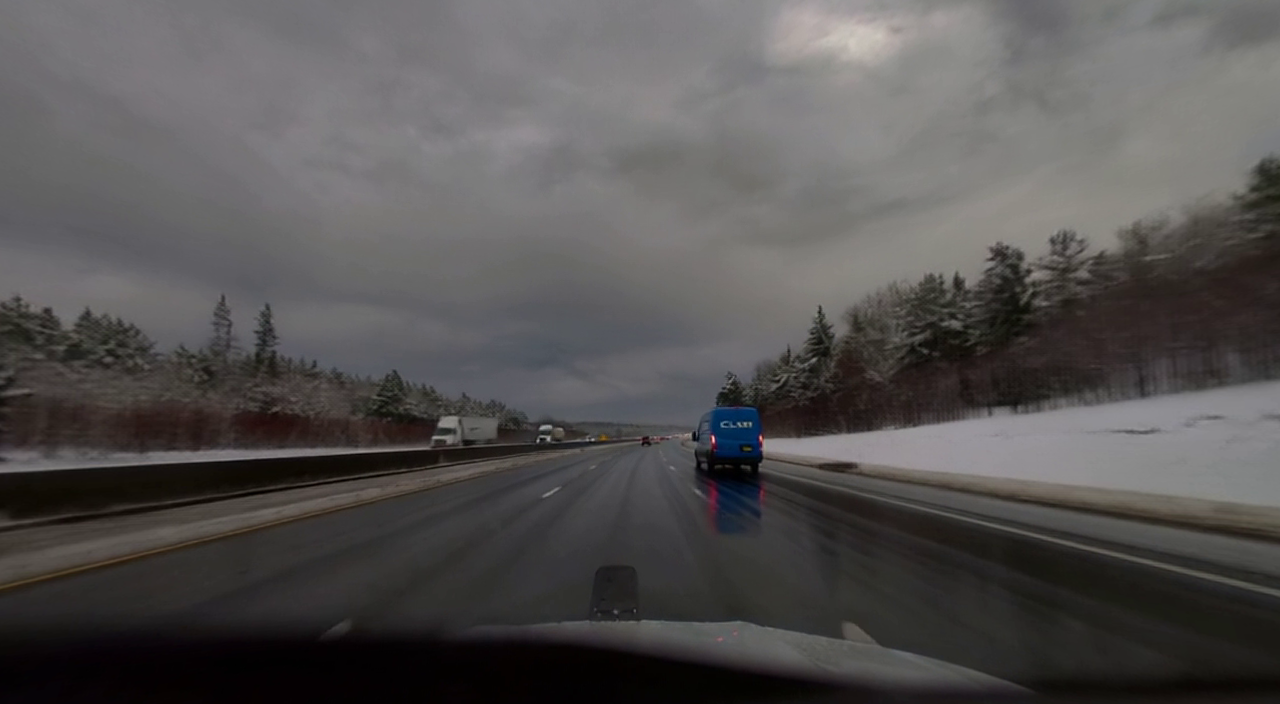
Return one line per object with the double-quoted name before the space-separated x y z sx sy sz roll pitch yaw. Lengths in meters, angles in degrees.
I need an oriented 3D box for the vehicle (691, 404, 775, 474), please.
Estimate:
"vehicle" 3.696 3.630 26.221 2.485 2.562 5.535 0 -8 -2
